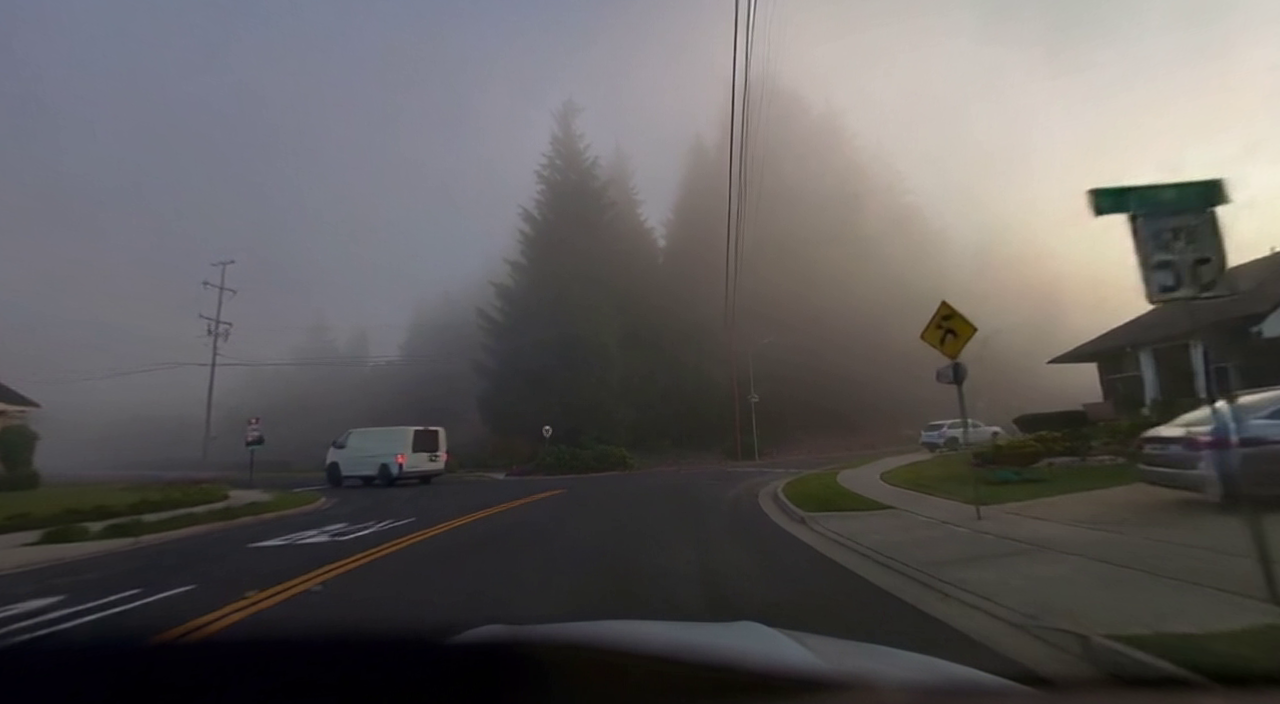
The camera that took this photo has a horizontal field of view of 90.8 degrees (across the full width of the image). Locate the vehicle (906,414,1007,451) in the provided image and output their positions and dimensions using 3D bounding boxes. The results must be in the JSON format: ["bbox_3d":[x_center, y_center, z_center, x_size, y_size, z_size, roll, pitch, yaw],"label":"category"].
[{"bbox_3d":[19.433,5.028,39.007,2.056,2.014,5.011,7,-12,-40],"label":"vehicle"}]

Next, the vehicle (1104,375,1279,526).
[{"bbox_3d":[9.154,0.973,8.098,4.658,1.536,2.090,-8,-9,-2],"label":"vehicle"}]

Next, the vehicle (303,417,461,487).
[{"bbox_3d":[-12.663,4.839,30.875,7.559,3.058,2.929,-5,-10,29],"label":"vehicle"}]
